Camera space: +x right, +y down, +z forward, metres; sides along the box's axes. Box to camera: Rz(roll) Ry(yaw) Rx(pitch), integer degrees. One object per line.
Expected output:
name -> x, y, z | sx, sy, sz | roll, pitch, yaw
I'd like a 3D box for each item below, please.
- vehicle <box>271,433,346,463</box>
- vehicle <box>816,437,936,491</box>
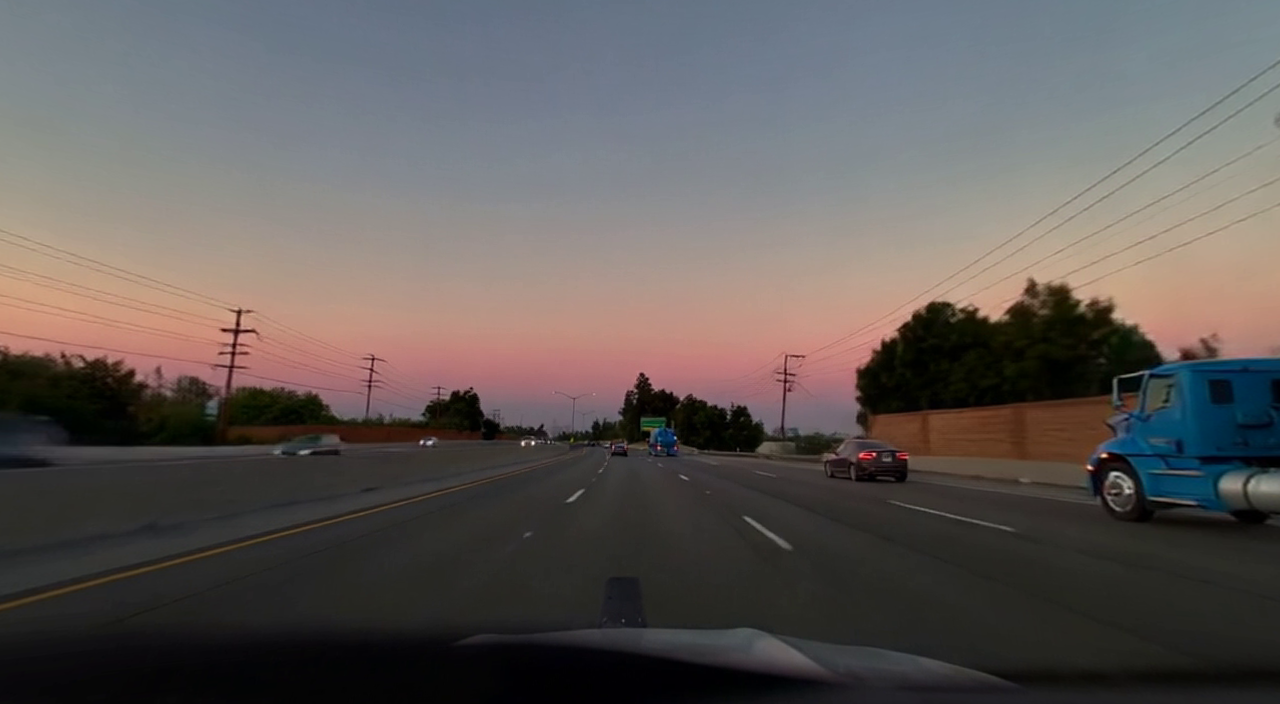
vehicle -> -18.998, 5.518, 36.417 | 1.956, 1.575, 4.647 | 0, -8, -2
vehicle -> 7.172, 3.426, 19.753 | 1.905, 1.480, 4.624 | 0, -8, -1
